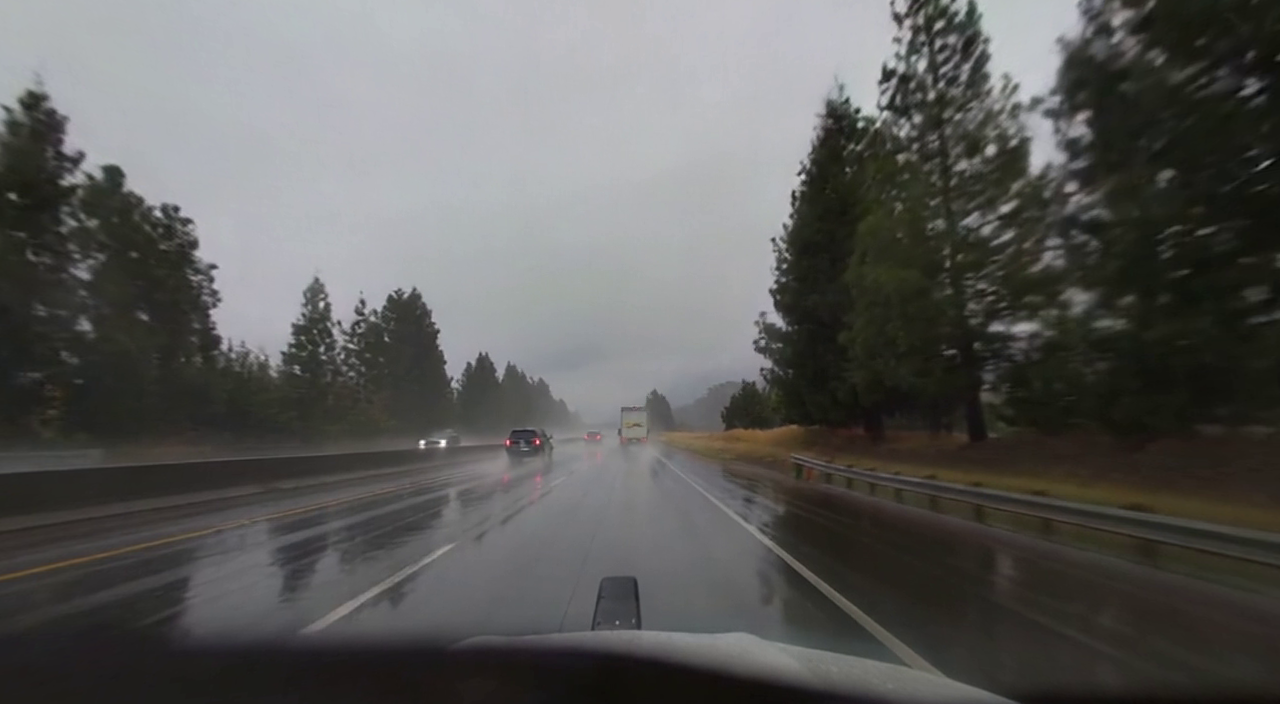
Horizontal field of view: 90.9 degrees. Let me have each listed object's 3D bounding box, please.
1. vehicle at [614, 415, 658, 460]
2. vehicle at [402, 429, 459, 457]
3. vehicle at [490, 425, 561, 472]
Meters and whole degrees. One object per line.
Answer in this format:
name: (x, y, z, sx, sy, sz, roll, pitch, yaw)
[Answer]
vehicle: (-0.273, 5.180, 38.327, 2.526, 2.531, 5.026, 0, -8, -1)
vehicle: (-13.538, 5.899, 40.996, 2.137, 1.726, 4.503, 0, -8, 0)
vehicle: (-4.452, 3.819, 25.163, 2.049, 1.726, 4.291, 0, -8, 0)
